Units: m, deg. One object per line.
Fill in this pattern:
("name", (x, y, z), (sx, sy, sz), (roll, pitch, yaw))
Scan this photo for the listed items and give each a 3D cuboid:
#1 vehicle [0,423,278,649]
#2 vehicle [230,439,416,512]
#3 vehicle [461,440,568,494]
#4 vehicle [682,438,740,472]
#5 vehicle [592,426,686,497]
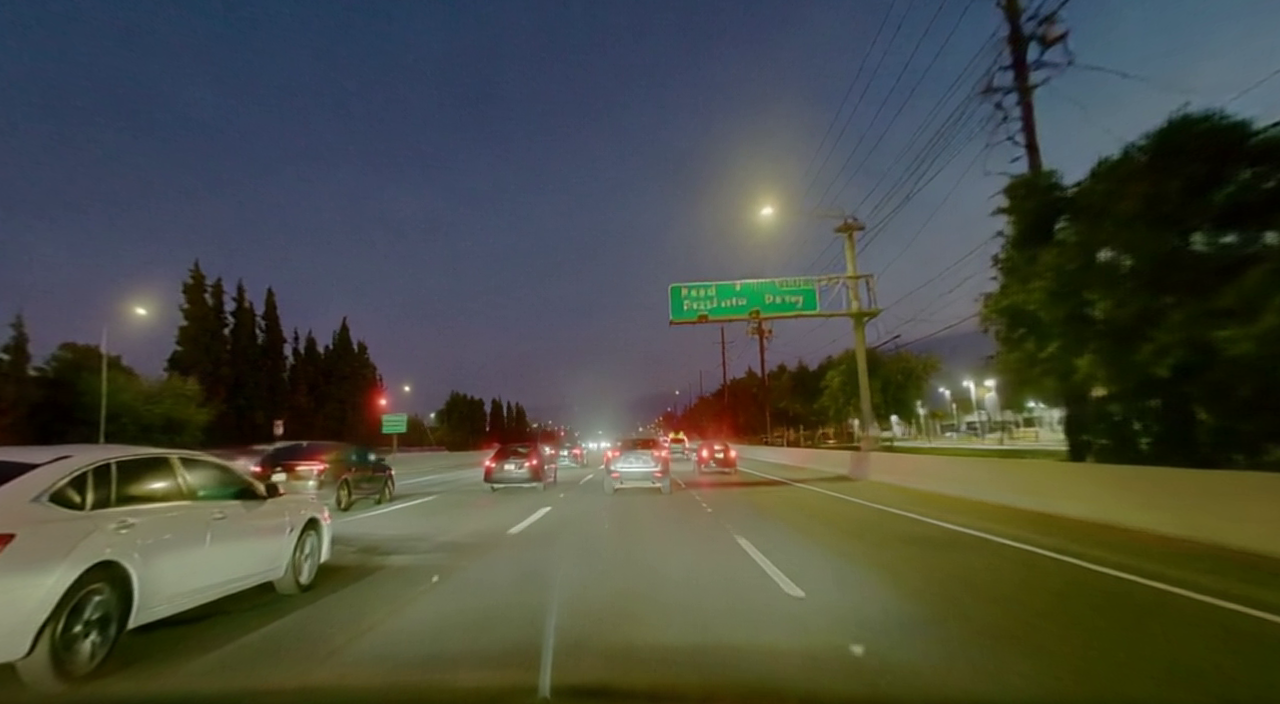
("vehicle", (-5.198, 1.369, 5.271), (1.958, 1.447, 4.454), (1, -8, -4))
("vehicle", (-7.174, 2.815, 15.008), (1.959, 1.435, 4.719), (0, -8, 0))
("vehicle", (-3.609, 3.399, 19.165), (2.203, 1.425, 4.610), (0, -8, 1))
("vehicle", (3.281, 4.873, 30.134), (2.197, 1.464, 4.356), (0, -8, -1))
("vehicle", (-0.013, 2.968, 17.405), (2.284, 1.699, 4.168), (0, -8, 0))
